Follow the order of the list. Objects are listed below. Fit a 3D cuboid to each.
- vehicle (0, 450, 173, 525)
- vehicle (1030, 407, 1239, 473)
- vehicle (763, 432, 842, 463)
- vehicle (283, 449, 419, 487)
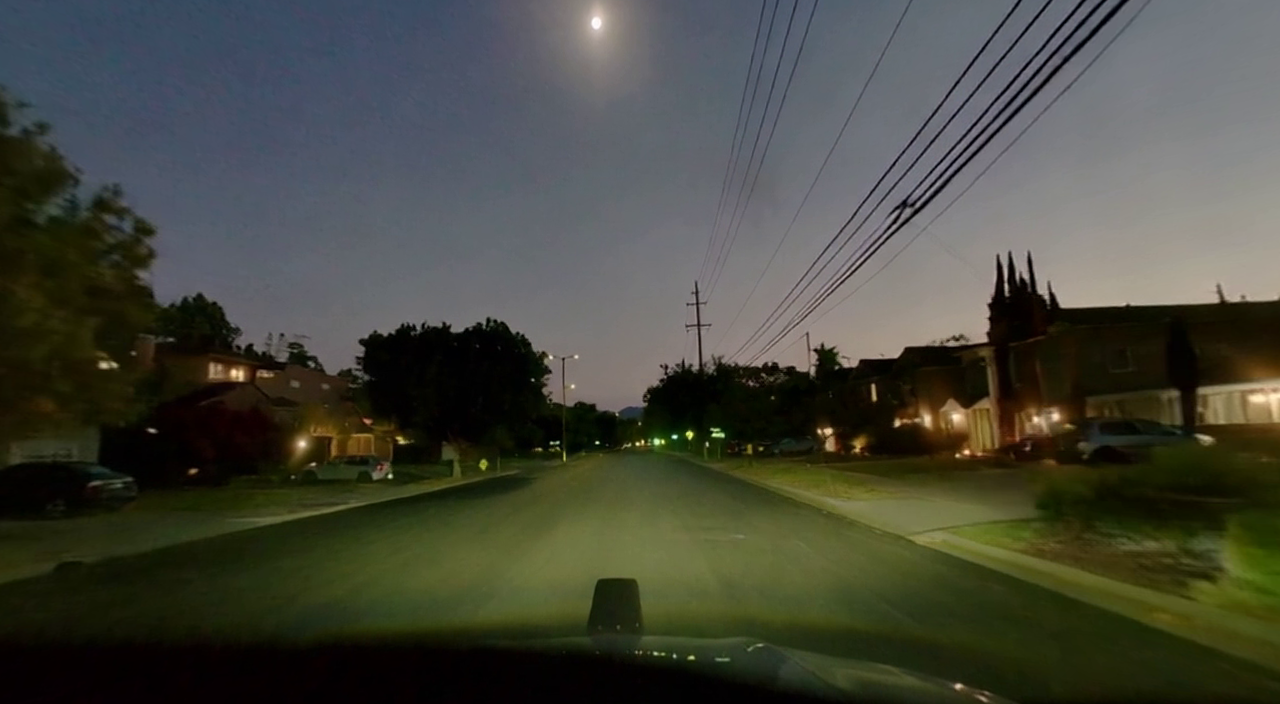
[{"bbox_3d":[-14.964,3.346,16.218,1.978,1.586,5.192,0,-8,0],"label":"vehicle"},{"bbox_3d":[14.562,2.636,18.881,4.373,1.759,2.093,0,-9,4],"label":"vehicle"},{"bbox_3d":[10.666,6.304,41.698,4.686,1.786,2.019,-3,-8,6],"label":"vehicle"},{"bbox_3d":[-12.505,5.022,27.538,4.893,1.567,2.105,-1,-9,5],"label":"vehicle"}]
